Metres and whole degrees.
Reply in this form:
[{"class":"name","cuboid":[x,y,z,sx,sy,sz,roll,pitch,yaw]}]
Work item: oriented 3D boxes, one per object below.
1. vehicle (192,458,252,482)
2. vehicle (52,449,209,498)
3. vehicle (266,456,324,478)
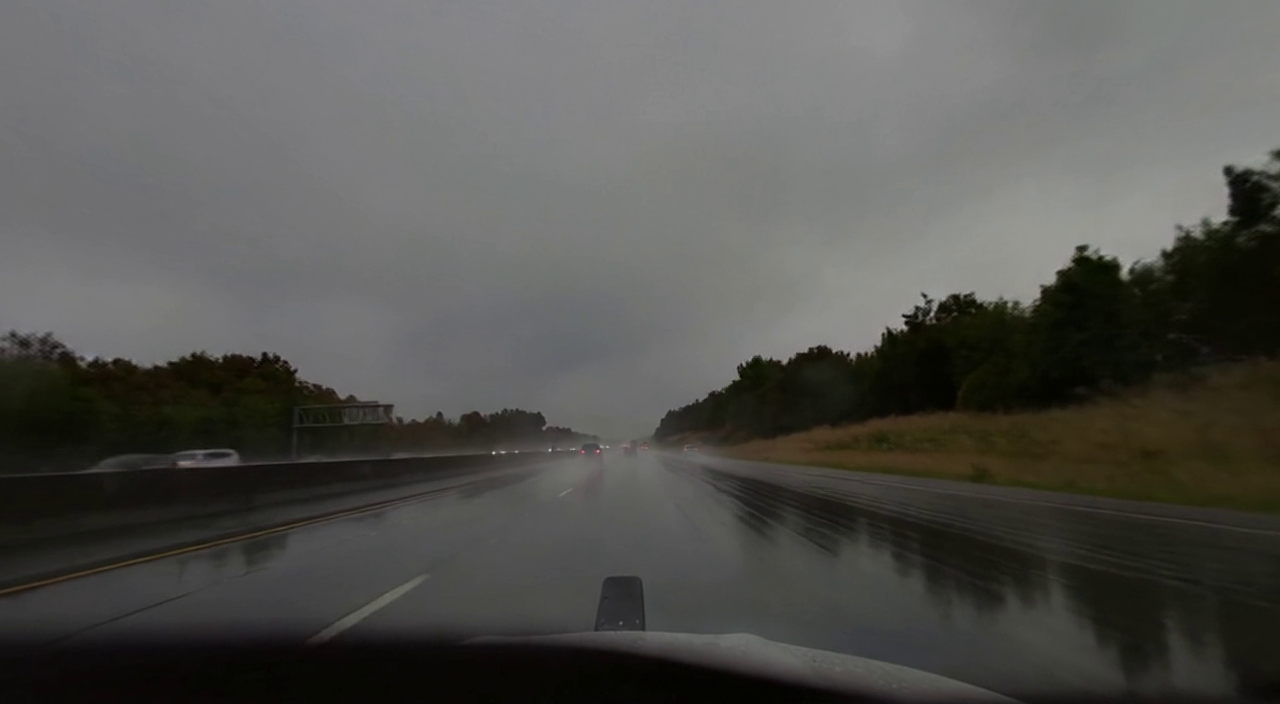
[{"class":"vehicle","cuboid":[-28.987,8.151,43.952,1.727,1.533,3.549,0,-9,0]},{"class":"vehicle","cuboid":[-21.700,5.141,27.352,2.223,1.871,5.577,0,-9,-1]},{"class":"vehicle","cuboid":[-25.523,8.534,46.921,1.849,1.457,4.390,0,-9,0]}]
